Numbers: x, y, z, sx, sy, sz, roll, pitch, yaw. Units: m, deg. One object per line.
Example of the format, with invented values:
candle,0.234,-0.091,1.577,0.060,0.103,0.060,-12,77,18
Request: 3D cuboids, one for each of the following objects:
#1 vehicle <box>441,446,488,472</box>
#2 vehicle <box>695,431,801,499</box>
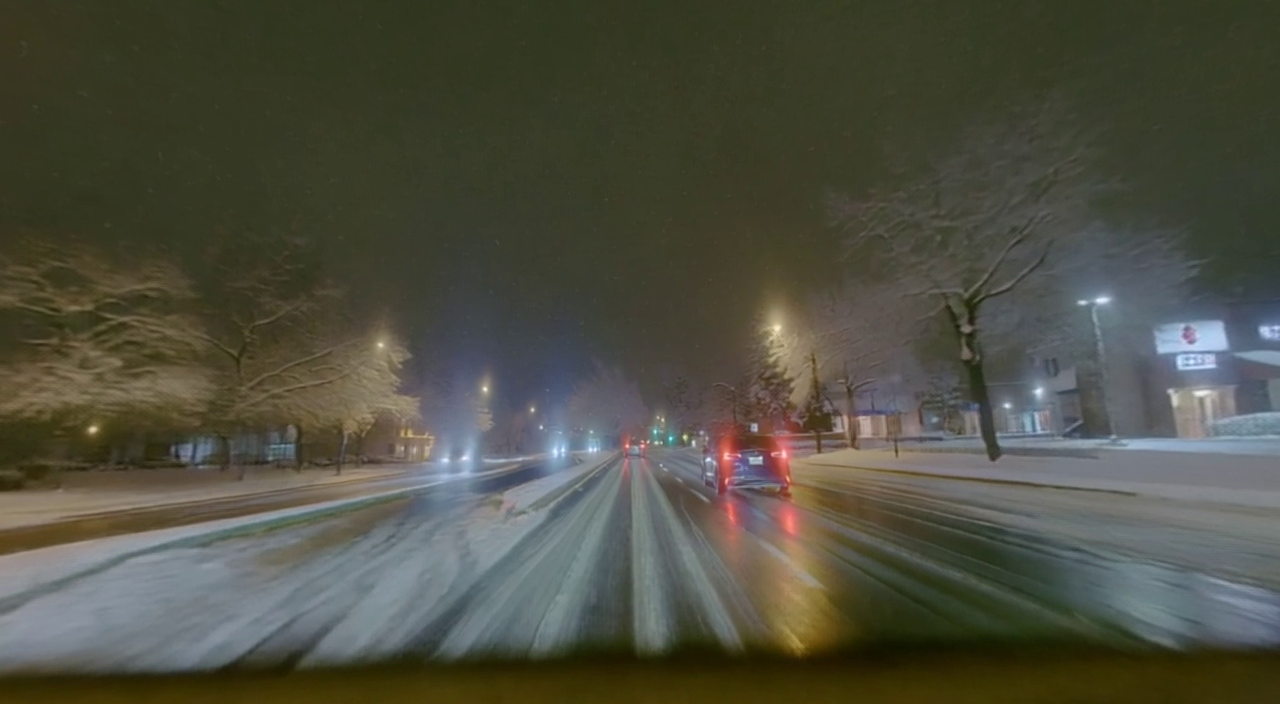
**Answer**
vehicle,-12.232,7.469,44.294,1.943,1.672,4.368,0,-8,1
vehicle,2.836,3.081,17.751,1.995,1.616,4.729,0,-8,-2
